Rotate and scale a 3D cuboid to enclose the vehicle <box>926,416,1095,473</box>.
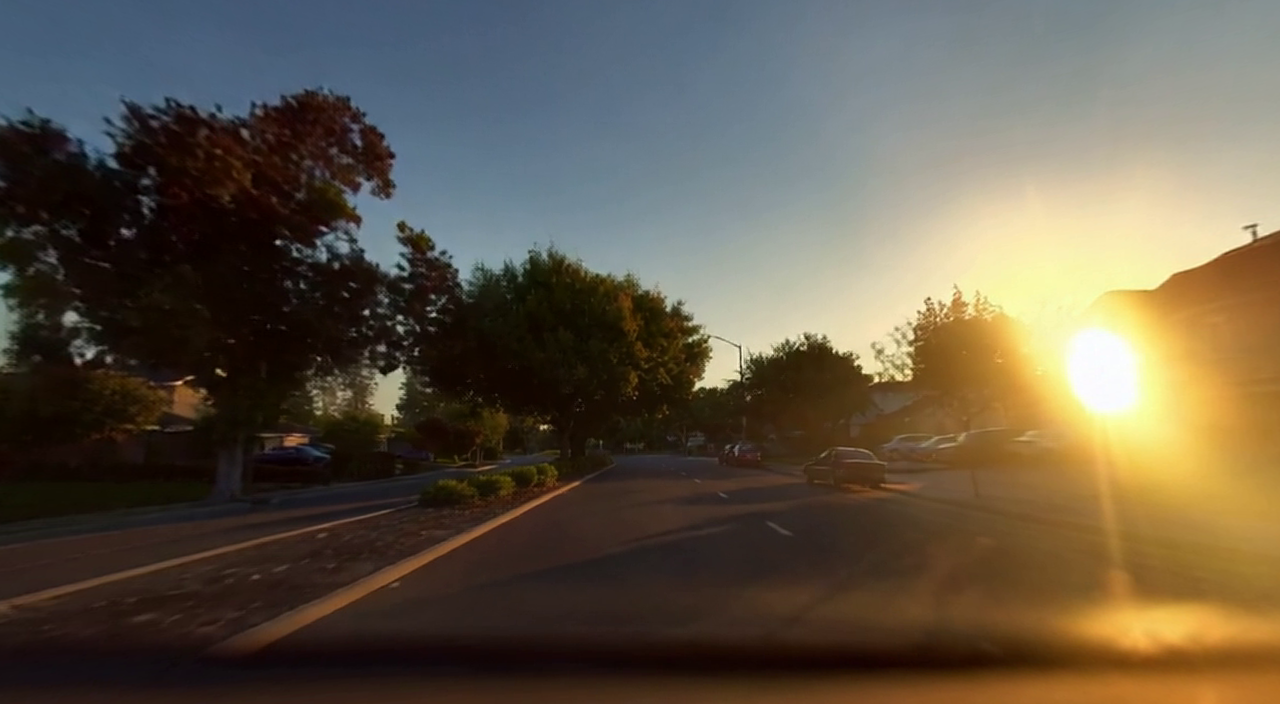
[{"bbox_3d":[14.990,3.798,25.863,5.355,1.853,2.257,-4,-9,1],"label":"vehicle"}]

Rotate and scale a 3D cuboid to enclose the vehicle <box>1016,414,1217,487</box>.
[{"bbox_3d":[13.336,2.823,18.193,1.978,1.738,4.734,-2,-9,-1],"label":"vehicle"}]

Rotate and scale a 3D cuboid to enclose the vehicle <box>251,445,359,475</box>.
[{"bbox_3d":[-21.214,6.850,40.200,5.659,1.769,2.073,0,-8,-2],"label":"vehicle"}]

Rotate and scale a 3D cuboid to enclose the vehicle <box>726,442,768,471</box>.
[{"bbox_3d":[6.840,6.749,40.967,1.996,1.745,4.556,-1,-9,1],"label":"vehicle"}]

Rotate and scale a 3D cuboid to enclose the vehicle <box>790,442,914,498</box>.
[{"bbox_3d":[6.485,3.637,20.056,2.042,1.511,5.029,0,-8,-2],"label":"vehicle"}]
